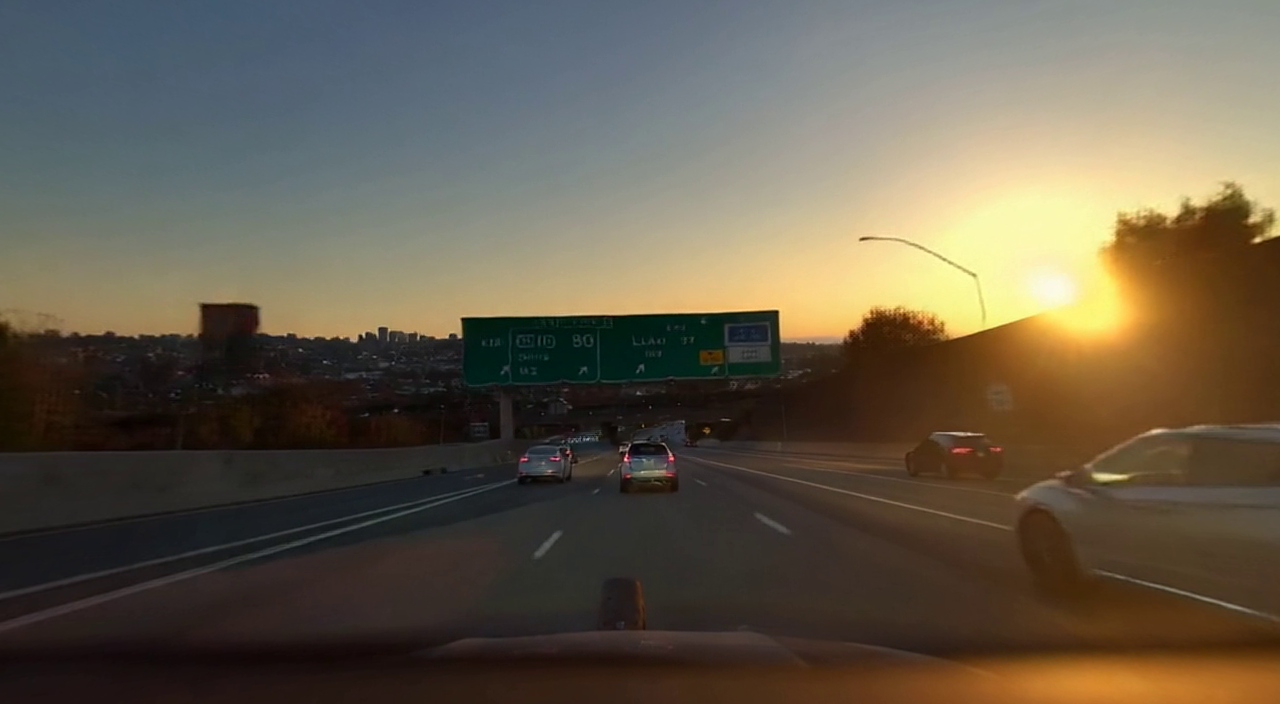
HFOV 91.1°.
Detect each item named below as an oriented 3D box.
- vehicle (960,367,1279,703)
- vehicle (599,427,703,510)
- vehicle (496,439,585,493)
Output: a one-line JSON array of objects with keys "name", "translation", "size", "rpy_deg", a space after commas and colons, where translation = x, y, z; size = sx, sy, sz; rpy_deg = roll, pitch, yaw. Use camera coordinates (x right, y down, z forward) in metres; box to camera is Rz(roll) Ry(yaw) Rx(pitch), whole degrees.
[{"name": "vehicle", "translation": [4.075, 0.991, 3.599], "size": [2.210, 1.625, 4.249], "rpy_deg": [0, -9, 0]}, {"name": "vehicle", "translation": [0.206, 2.659, 14.739], "size": [2.099, 1.640, 4.134], "rpy_deg": [0, -9, 0]}, {"name": "vehicle", "translation": [-3.019, 3.577, 20.153], "size": [2.011, 1.510, 4.698], "rpy_deg": [0, -9, 1]}]
